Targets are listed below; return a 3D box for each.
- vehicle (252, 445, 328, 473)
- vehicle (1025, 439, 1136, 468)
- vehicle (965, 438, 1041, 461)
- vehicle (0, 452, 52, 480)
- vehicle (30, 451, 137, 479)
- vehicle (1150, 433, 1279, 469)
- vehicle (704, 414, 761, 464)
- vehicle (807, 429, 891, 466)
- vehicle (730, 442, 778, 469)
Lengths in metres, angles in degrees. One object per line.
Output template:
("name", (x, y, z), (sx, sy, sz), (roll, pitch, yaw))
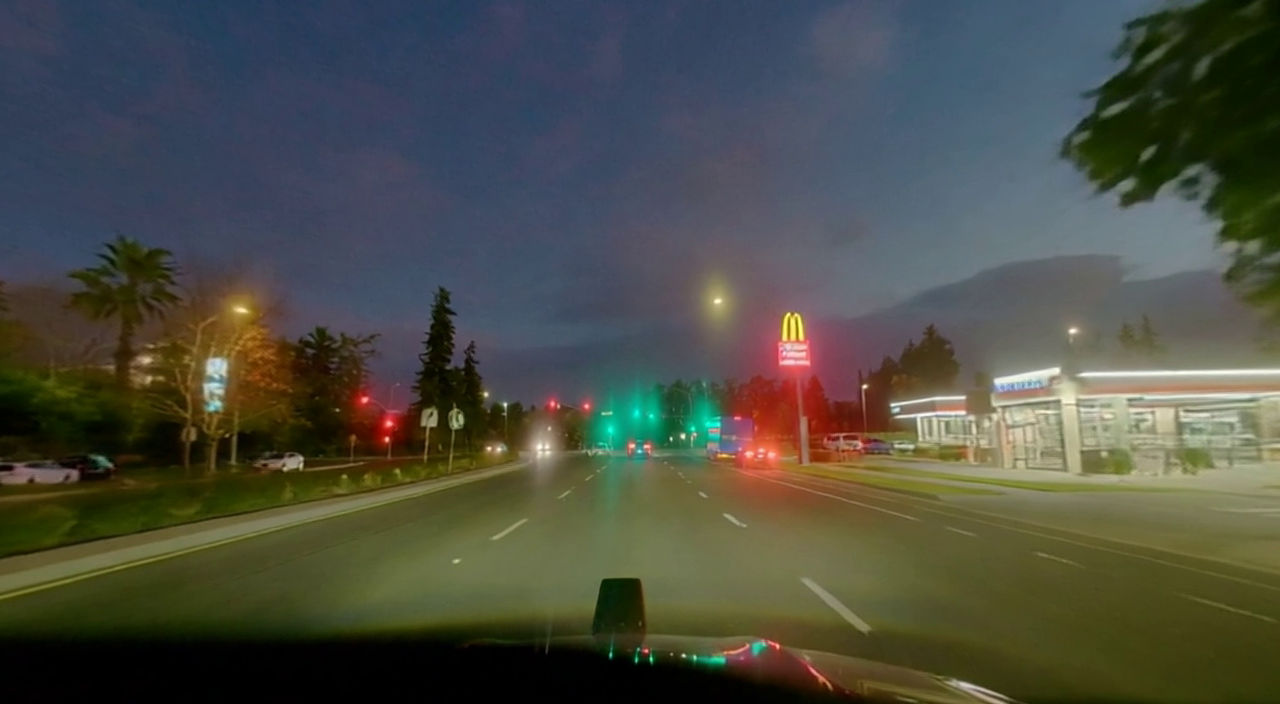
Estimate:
("vehicle", (-22.926, 6.996, 41.567), (1.936, 1.654, 4.857), (-1, -8, 4))
("vehicle", (23.900, 5.544, 34.424), (4.744, 1.481, 1.855), (-6, -10, 33))
("vehicle", (25.884, 6.997, 45.147), (4.545, 1.571, 1.769), (-5, -9, 25))
("vehicle", (-36.691, 6.560, 36.315), (4.232, 1.477, 1.772), (-2, -9, 10))
("vehicle", (-31.365, 6.375, 35.583), (4.566, 1.484, 2.051), (-2, -9, 12))
("vehicle", (28.655, 4.941, 31.388), (4.589, 1.524, 1.999), (-6, -7, 26))
("vehicle", (6.658, 6.445, 46.483), (2.891, 3.361, 7.843), (0, -8, -1))
("vehicle", (13.590, 6.163, 40.816), (5.354, 2.214, 2.504), (6, -11, -38))
("vehicle", (6.624, 6.055, 37.210), (1.980, 1.473, 4.537), (0, -8, 0))
